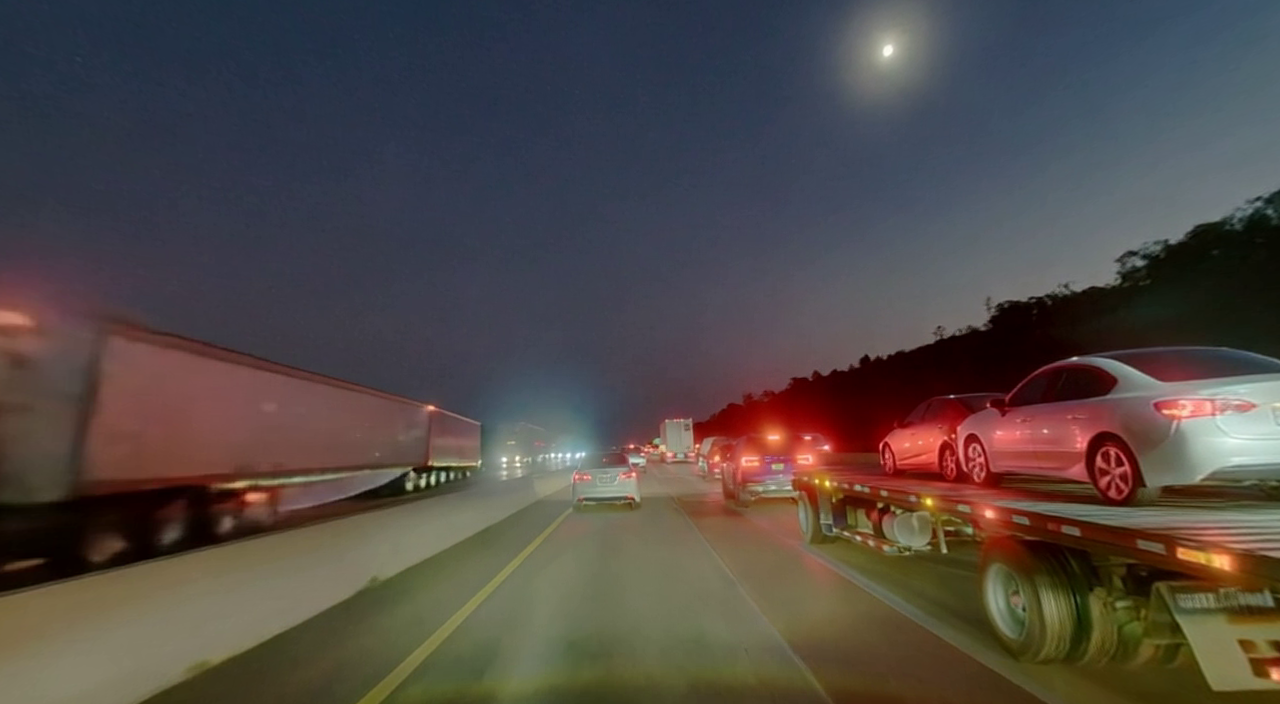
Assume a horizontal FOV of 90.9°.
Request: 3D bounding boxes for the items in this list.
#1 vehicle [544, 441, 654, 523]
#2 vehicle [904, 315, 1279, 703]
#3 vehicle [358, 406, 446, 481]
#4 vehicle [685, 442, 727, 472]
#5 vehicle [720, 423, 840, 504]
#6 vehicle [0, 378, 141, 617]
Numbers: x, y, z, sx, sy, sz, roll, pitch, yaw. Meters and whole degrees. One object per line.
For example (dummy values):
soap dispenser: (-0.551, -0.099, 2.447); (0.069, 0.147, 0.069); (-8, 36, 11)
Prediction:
vehicle: (-0.719, 2.648, 13.315); (1.991, 1.466, 3.675); (0, -9, 1)
vehicle: (3.485, 0.939, 3.634); (1.959, 1.783, 4.407); (0, -9, 0)
vehicle: (-15.343, 5.983, 41.234); (3.230, 4.500, 5.937); (0, -9, 1)
vehicle: (3.819, 6.124, 36.902); (1.938, 1.660, 4.223); (0, -9, -1)
vehicle: (3.538, 2.941, 16.841); (2.303, 1.889, 3.920); (0, -9, 0)
vehicle: (-8.322, 1.456, 5.938); (2.385, 2.627, 5.771); (0, -9, 0)
